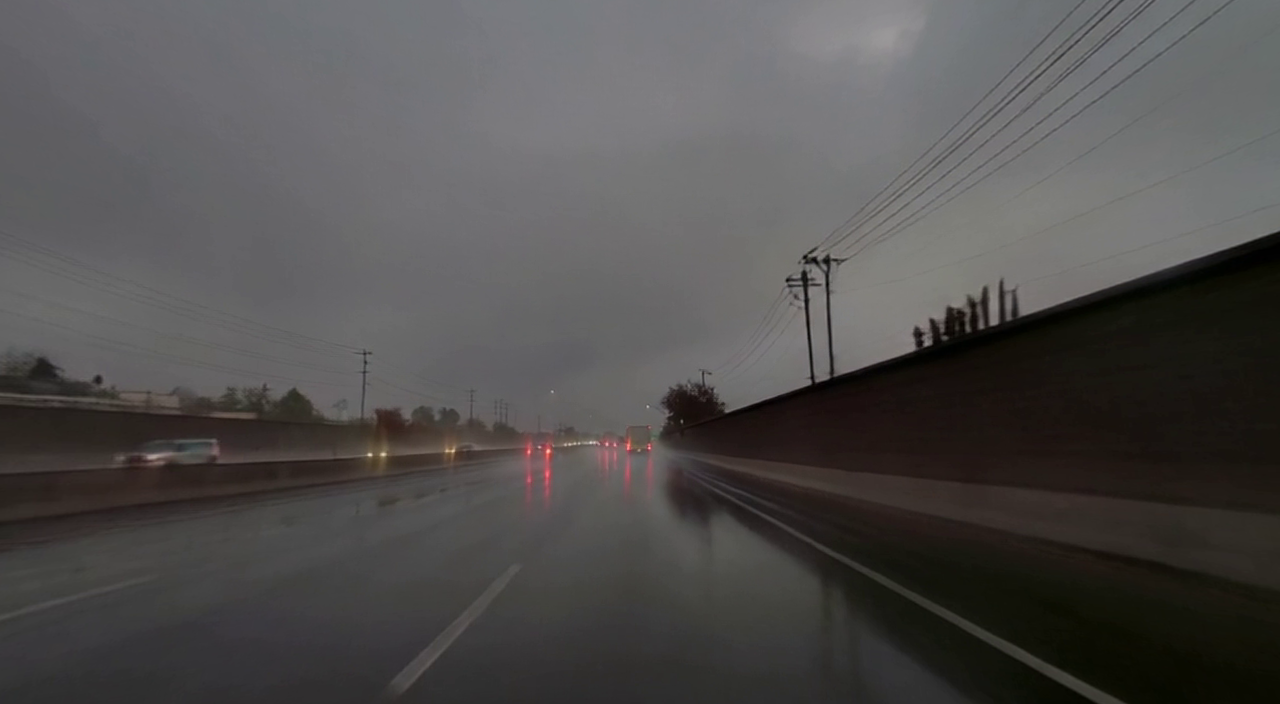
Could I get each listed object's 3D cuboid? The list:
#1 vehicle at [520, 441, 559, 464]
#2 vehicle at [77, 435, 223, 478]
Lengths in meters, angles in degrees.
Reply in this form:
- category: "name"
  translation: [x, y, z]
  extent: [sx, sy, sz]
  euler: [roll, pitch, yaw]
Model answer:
- category: "vehicle"
  translation: [-7.283, 7.324, 46.138]
  extent: [2.064, 1.642, 4.389]
  euler: [0, -8, 0]
- category: "vehicle"
  translation: [-22.568, 4.838, 29.487]
  extent: [2.190, 1.809, 5.776]
  euler: [0, -8, 0]
